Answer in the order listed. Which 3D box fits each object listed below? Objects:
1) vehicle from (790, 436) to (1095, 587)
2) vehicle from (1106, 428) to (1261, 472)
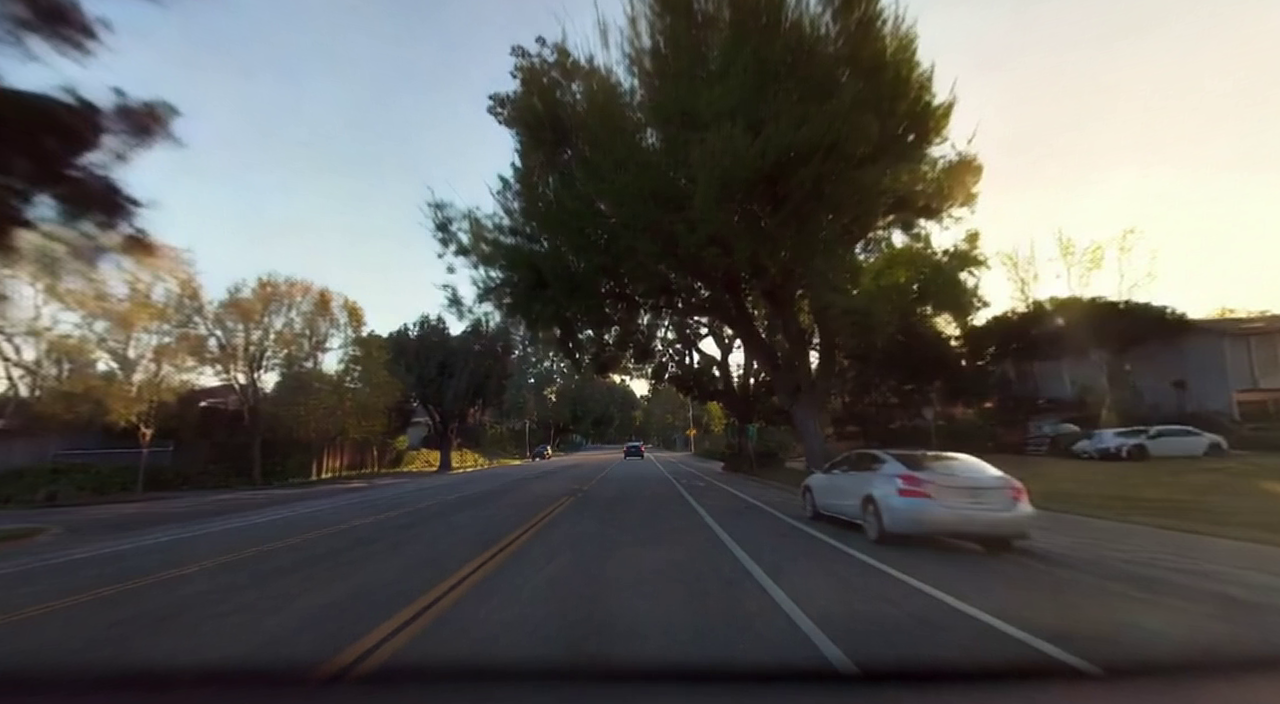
[{"bbox_3d":[3.985,2.138,9.471,2.124,1.524,4.698,5,-9,-2],"label":"vehicle"},{"bbox_3d":[21.254,3.841,24.812,4.536,1.654,1.931,1,-8,-7],"label":"vehicle"}]
